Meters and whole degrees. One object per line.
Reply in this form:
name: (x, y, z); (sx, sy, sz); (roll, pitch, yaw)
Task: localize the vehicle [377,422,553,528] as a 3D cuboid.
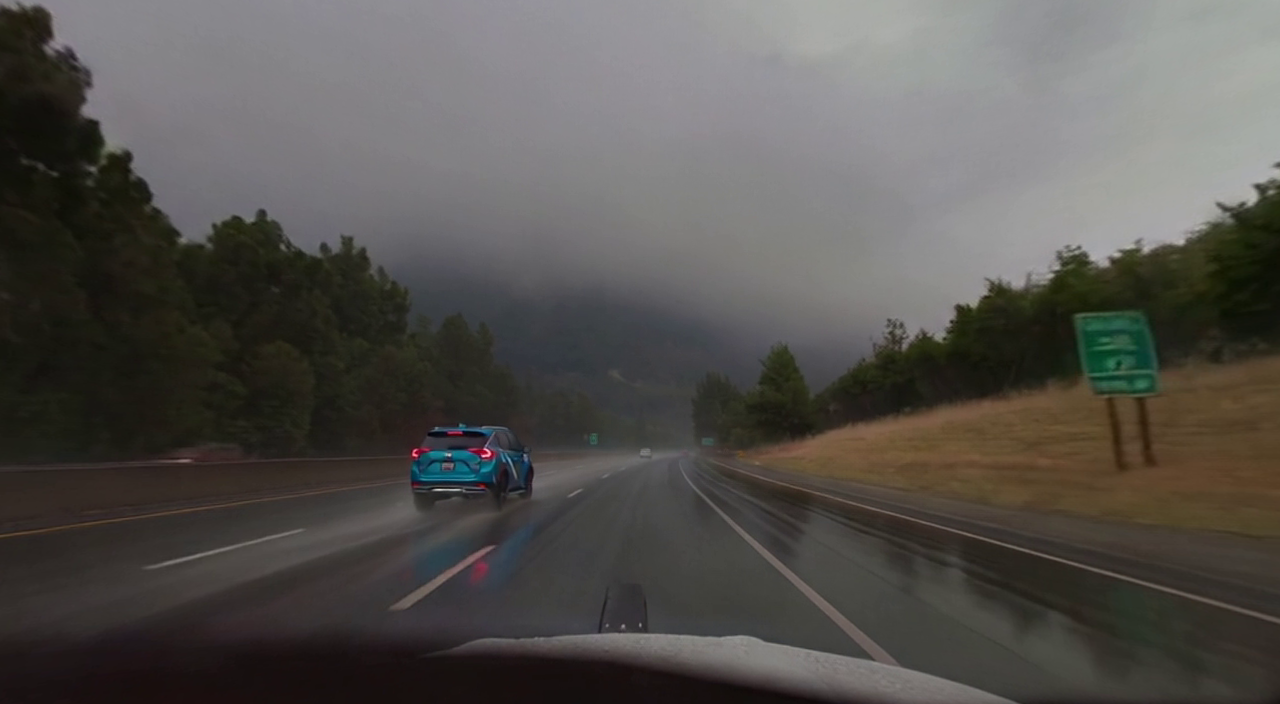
vehicle: (-3.355, 2.460, 13.260); (2.183, 1.803, 4.685); (0, -8, 2)
